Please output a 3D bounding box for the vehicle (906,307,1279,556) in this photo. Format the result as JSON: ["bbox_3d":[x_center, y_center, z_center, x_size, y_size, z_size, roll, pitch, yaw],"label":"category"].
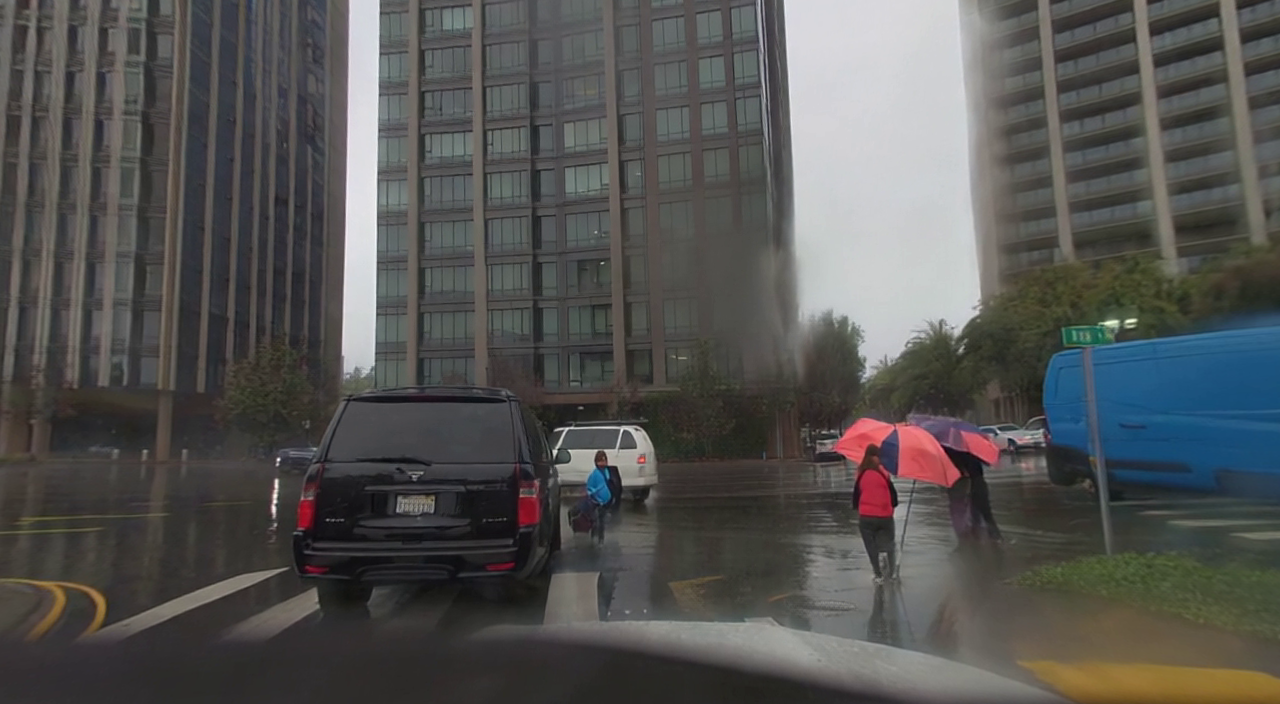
[{"bbox_3d":[7.537,1.025,8.215,6.932,2.753,2.446,0,-9,1],"label":"vehicle"}]

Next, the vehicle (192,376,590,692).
[{"bbox_3d":[-1.641,1.318,5.714,2.144,1.733,4.115,1,-9,-7],"label":"vehicle"}]
